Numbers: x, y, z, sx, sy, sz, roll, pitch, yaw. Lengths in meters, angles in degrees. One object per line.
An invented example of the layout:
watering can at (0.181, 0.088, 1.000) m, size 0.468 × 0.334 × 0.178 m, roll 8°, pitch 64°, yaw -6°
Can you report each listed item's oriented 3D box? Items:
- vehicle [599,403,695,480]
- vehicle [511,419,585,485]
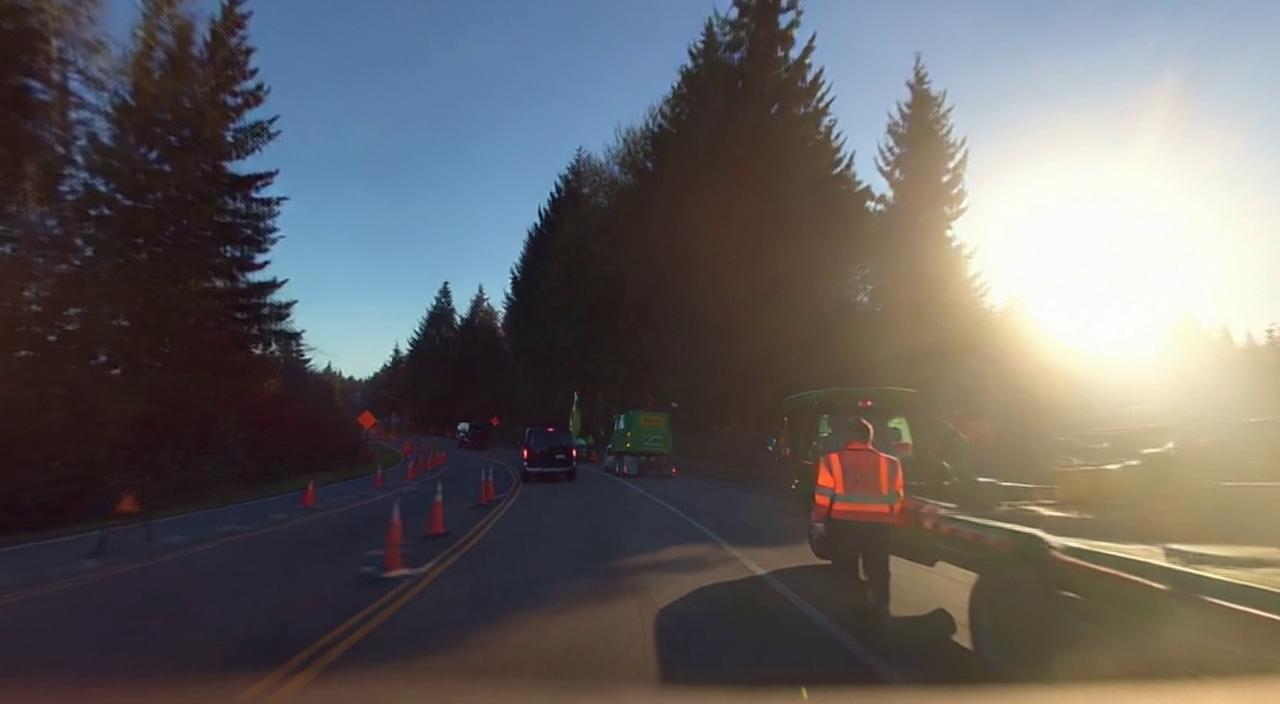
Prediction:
vehicle at (0.053, 4.432, 31.883) m, size 3.126 × 3.310 × 8.534 m, roll 1°, pitch -8°, yaw -11°
vehicle at (-3.638, 3.798, 24.146) m, size 2.362 × 2.223 × 4.892 m, roll 2°, pitch -9°, yaw -13°
